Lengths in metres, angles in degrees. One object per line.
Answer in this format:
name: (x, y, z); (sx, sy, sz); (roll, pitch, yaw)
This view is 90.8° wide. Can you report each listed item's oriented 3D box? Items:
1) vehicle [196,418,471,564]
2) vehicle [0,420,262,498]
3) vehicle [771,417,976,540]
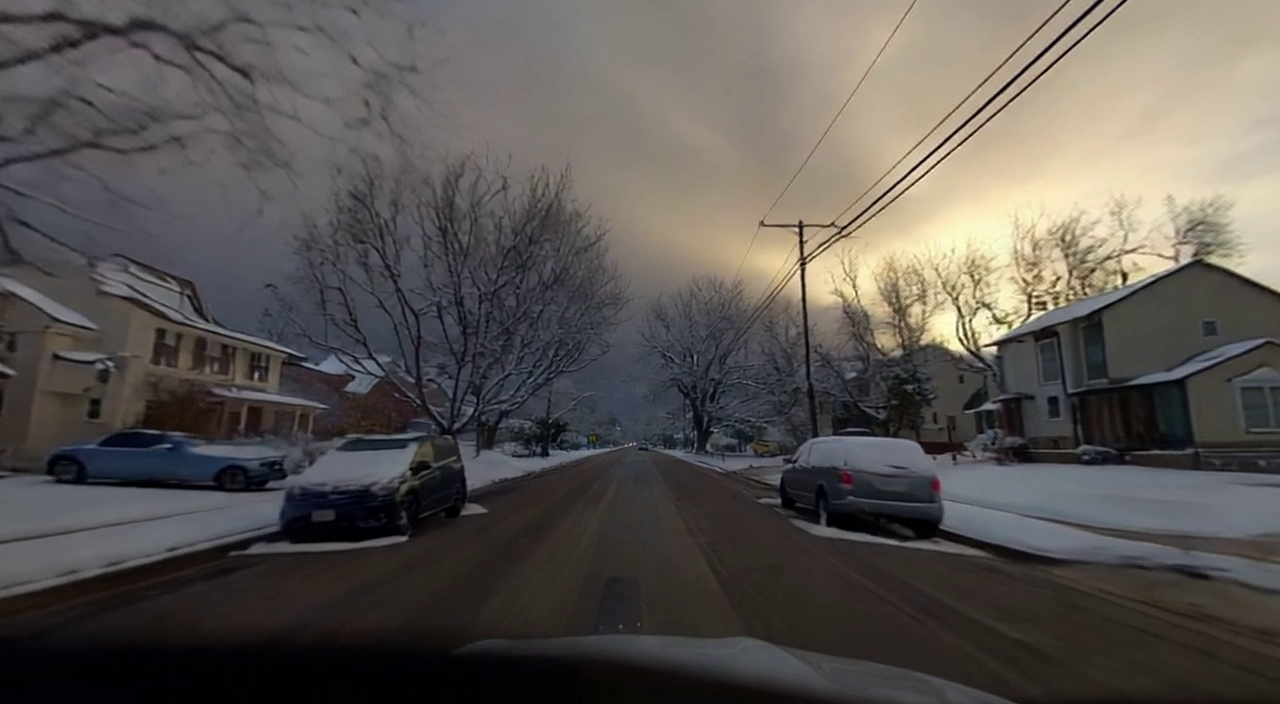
vehicle: (-4.313, 2.007, 9.835); (2.157, 1.736, 4.104); (-1, -8, 1)
vehicle: (-13.100, 2.713, 16.212); (5.411, 1.847, 2.100); (0, -8, 0)
vehicle: (4.013, 2.252, 11.932); (2.173, 1.806, 4.701); (1, -9, 2)
